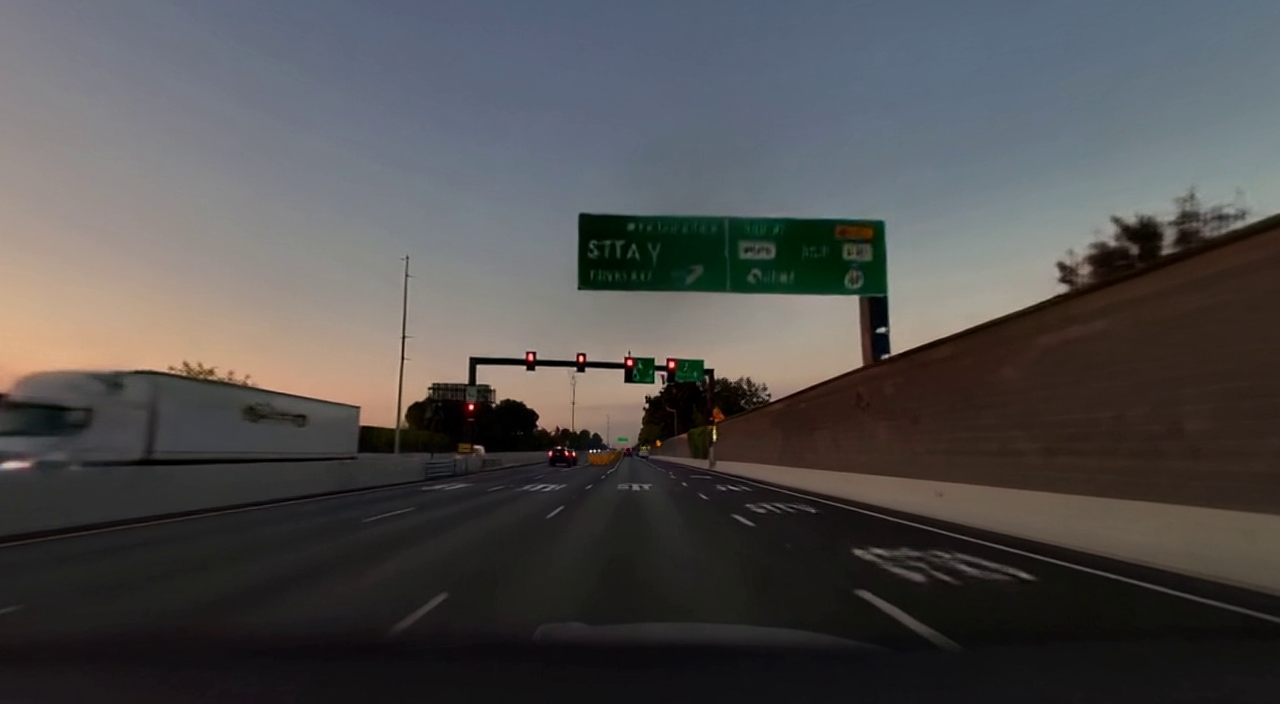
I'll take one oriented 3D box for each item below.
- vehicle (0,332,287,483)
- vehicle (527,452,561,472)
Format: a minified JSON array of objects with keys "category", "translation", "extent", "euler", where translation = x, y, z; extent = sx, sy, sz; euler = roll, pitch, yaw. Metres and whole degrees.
[{"category":"vehicle","translation":[-16.096,2.129,20.827],"extent":[3.030,3.757,10.390],"euler":[0,-9,-2]},{"category":"vehicle","translation":[-7.415,8.501,49.119],"extent":[2.012,1.456,4.309],"euler":[0,-9,-1]}]
